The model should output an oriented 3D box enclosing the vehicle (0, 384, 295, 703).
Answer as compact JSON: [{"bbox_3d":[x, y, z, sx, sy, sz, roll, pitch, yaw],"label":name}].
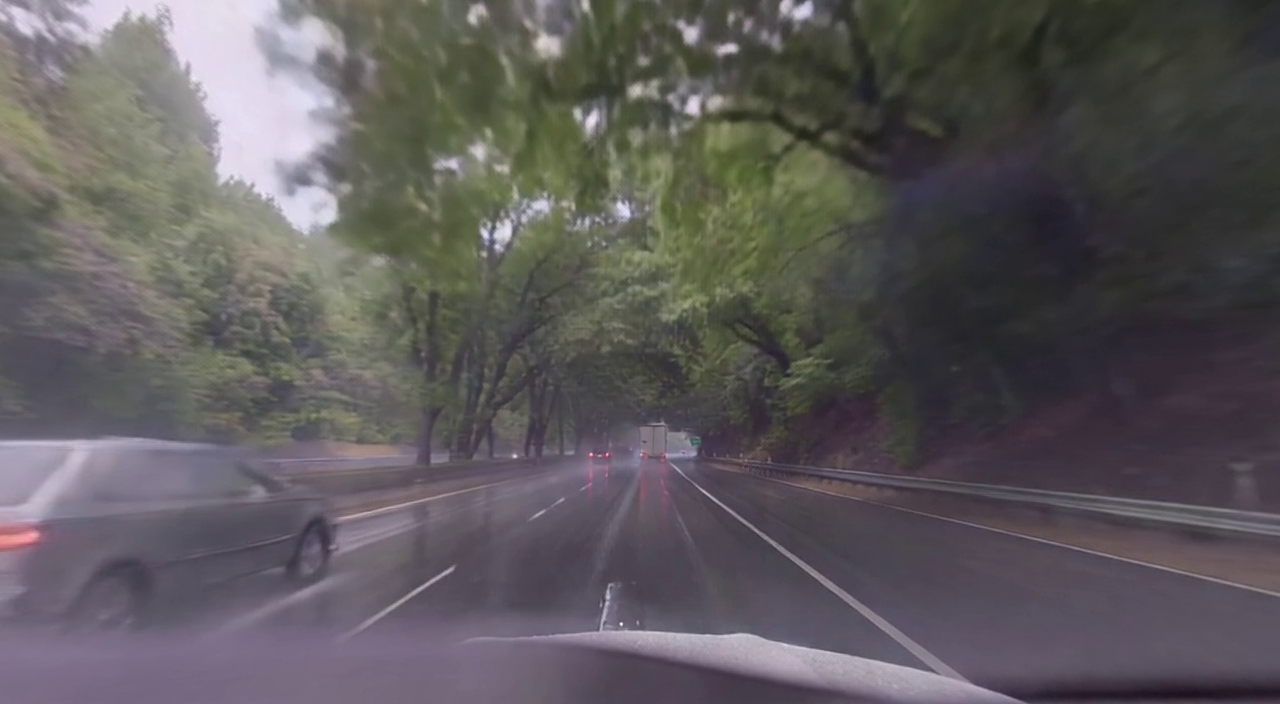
[{"bbox_3d":[-3.933,1.001,3.090,2.057,1.618,4.212,0,-9,0],"label":"vehicle"}]
